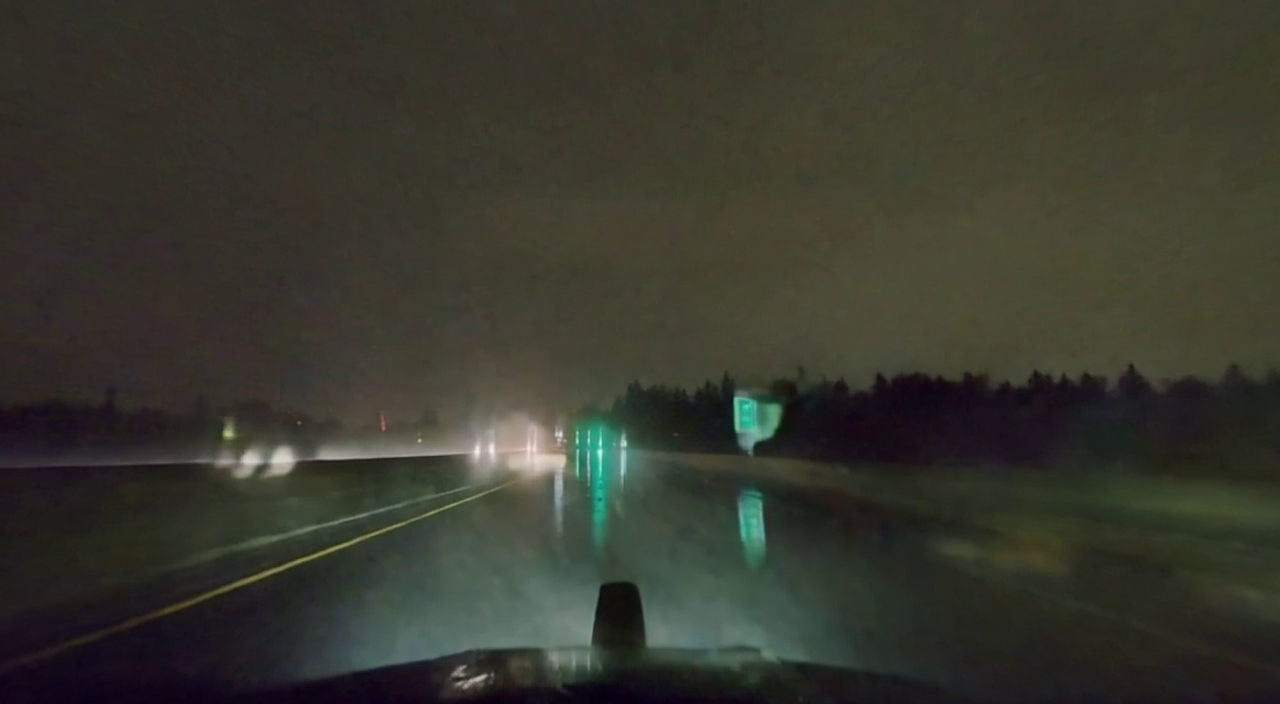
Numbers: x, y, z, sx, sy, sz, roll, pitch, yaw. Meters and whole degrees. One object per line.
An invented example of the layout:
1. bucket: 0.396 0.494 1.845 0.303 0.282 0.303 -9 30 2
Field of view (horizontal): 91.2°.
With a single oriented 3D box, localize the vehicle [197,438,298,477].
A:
1. vehicle: -16.125 4.361 26.030 1.747 1.453 4.027 0 -9 -3
